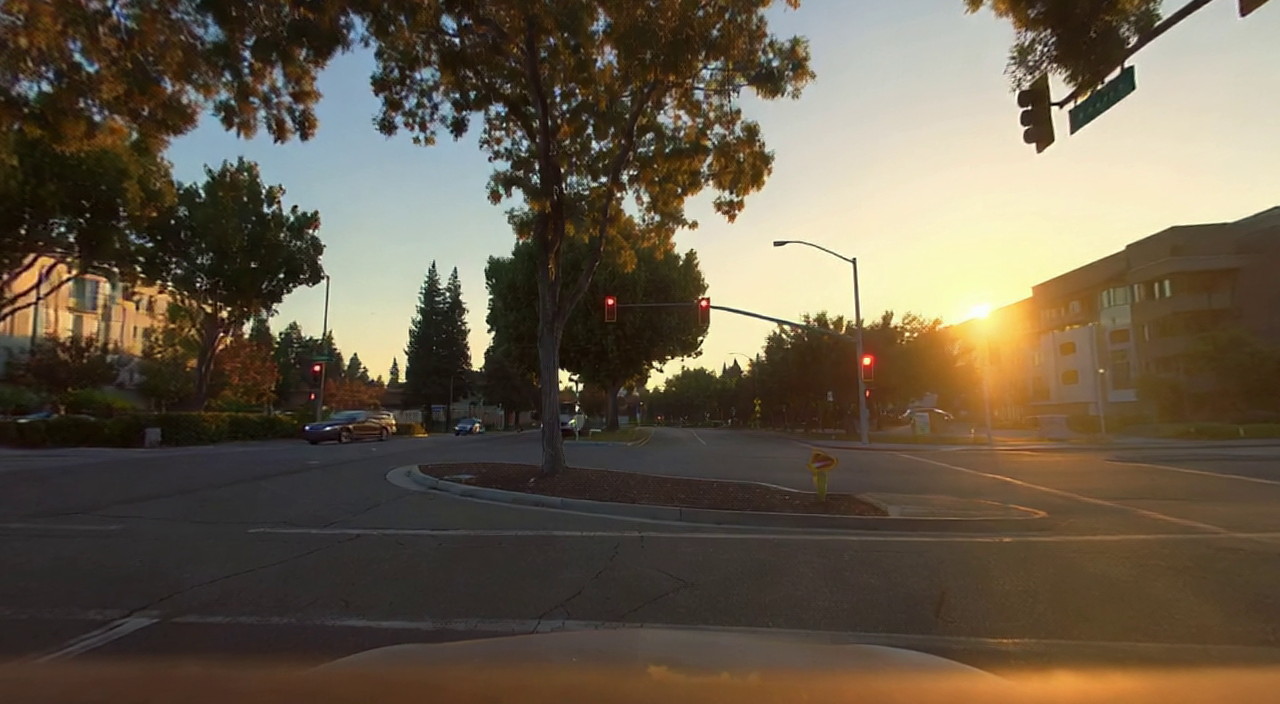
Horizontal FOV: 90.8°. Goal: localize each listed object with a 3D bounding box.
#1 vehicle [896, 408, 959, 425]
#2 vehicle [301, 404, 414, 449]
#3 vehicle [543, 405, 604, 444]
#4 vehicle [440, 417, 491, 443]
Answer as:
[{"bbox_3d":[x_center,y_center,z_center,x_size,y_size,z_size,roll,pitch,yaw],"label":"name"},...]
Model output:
[{"bbox_3d":[22.008,4.942,48.440,3.933,1.219,1.700,-1,-9,3],"label":"vehicle"},{"bbox_3d":[-13.041,3.579,29.632,2.340,1.902,4.920,-2,-9,11],"label":"vehicle"},{"bbox_3d":[-3.447,3.956,33.807,2.306,1.907,5.382,-1,-8,4],"label":"vehicle"},{"bbox_3d":[-11.239,5.119,41.085,1.899,1.510,4.294,-1,-8,3],"label":"vehicle"}]
